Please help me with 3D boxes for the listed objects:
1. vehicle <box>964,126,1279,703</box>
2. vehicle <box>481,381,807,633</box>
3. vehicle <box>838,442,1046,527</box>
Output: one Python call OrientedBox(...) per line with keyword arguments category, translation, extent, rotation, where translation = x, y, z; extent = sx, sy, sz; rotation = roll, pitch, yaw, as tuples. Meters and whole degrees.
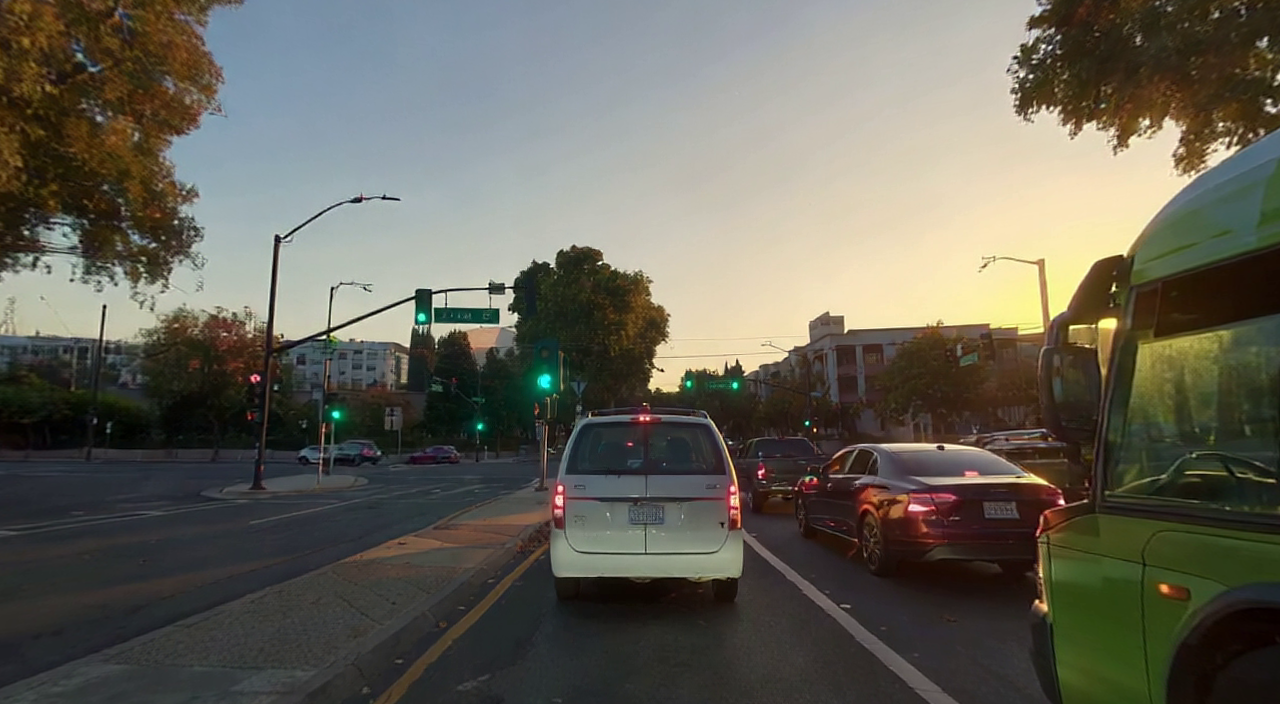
OrientedBox(category="vehicle", translation=(2.606, 0.317, 0.420), extent=(2.037, 2.065, 5.037), rotation=(0, -8, 0))
OrientedBox(category="vehicle", translation=(0.000, 1.474, 6.999), extent=(2.381, 1.842, 4.603), rotation=(0, -8, -1))
OrientedBox(category="vehicle", translation=(5.962, 2.638, 13.221), extent=(1.987, 1.457, 4.675), rotation=(0, -8, -1))
